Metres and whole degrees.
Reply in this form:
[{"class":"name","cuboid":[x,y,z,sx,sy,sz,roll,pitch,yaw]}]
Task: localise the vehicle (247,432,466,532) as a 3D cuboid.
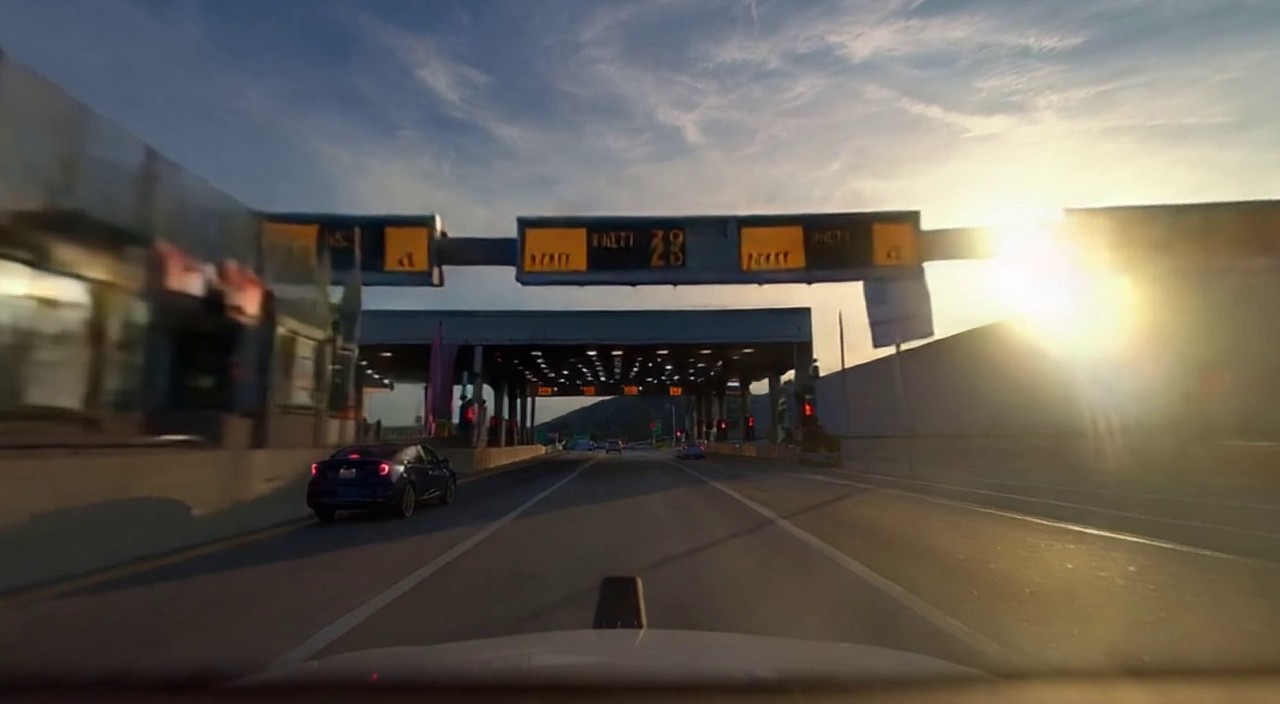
[{"class":"vehicle","cuboid":[-4.821,2.251,11.597,1.981,1.465,4.334,0,-8,0]}]
